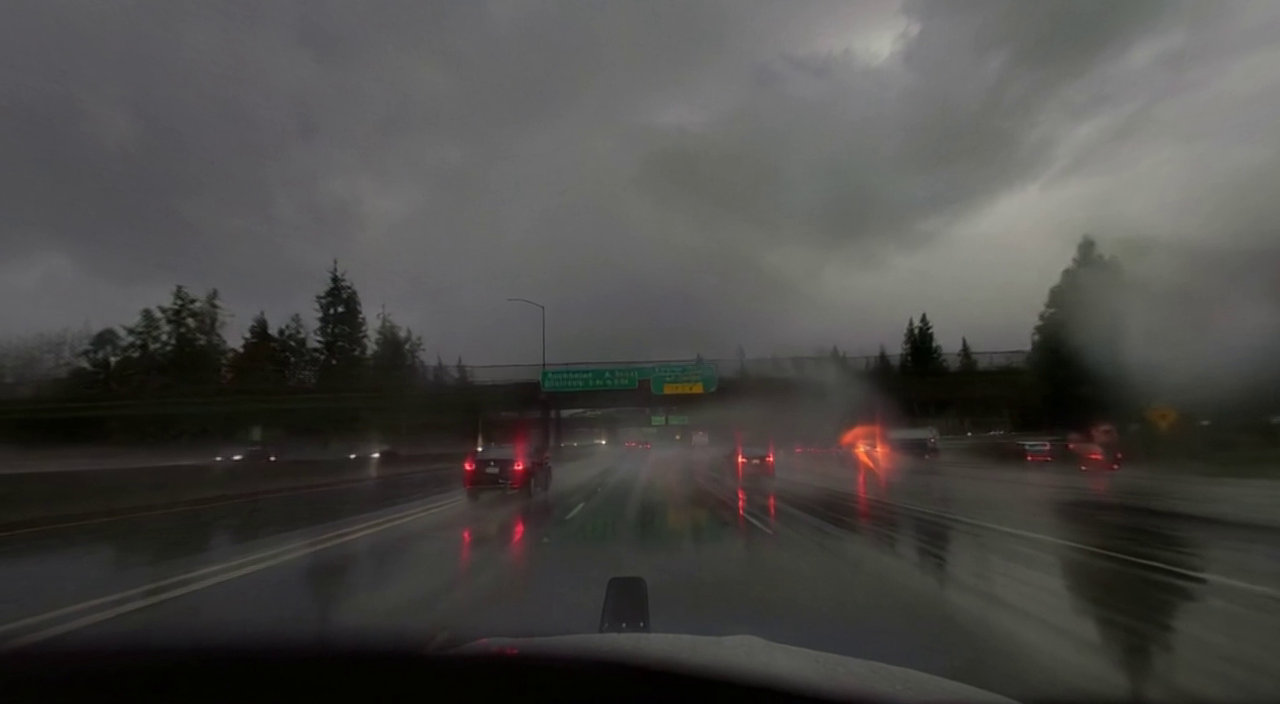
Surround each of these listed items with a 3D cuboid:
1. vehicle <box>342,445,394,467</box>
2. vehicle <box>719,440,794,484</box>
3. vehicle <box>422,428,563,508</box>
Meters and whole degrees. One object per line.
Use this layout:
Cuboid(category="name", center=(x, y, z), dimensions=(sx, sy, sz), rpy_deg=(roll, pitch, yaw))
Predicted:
Cuboid(category="vehicle", center=(-21.043, 8.060, 48.983), dimensions=(1.989, 1.568, 4.593), rpy_deg=(0, -8, 1))
Cuboid(category="vehicle", center=(4.212, 4.035, 23.475), dimensions=(1.908, 1.483, 4.259), rpy_deg=(0, -8, -1))
Cuboid(category="vehicle", center=(-3.505, 2.876, 16.147), dimensions=(2.259, 1.706, 4.924), rpy_deg=(0, -8, 2))
